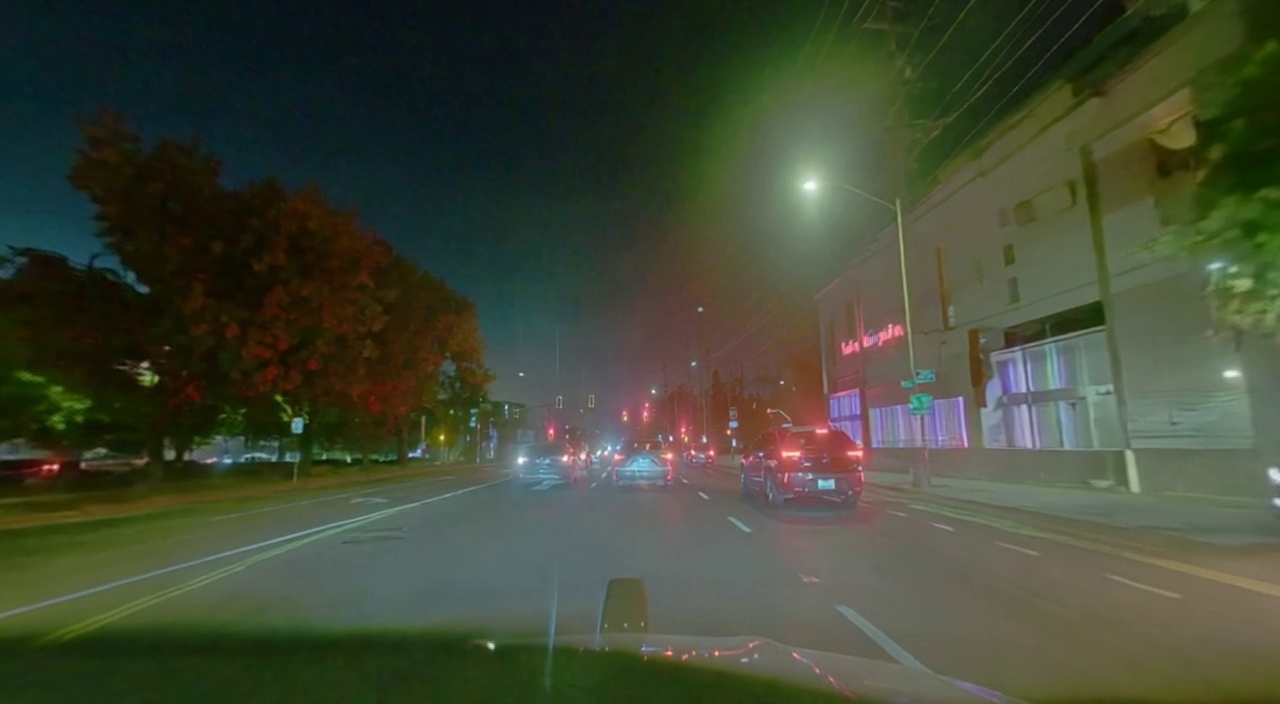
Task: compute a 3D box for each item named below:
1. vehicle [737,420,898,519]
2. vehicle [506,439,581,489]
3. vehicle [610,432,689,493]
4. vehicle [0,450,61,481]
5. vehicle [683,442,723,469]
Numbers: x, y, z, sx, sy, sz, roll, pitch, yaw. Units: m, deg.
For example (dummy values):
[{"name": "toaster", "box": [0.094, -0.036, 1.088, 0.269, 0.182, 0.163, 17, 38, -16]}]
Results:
[{"name": "vehicle", "box": [3.474, 2.416, 13.395, 2.024, 1.711, 4.512, 0, -9, -1]}, {"name": "vehicle", "box": [-3.141, 3.726, 21.377, 2.104, 1.488, 4.546, 0, -9, -4]}, {"name": "vehicle", "box": [0.242, 3.379, 19.569, 2.200, 1.653, 4.127, 0, -9, 0]}, {"name": "vehicle", "box": [-37.935, 6.802, 37.914, 1.882, 1.753, 4.517, 0, -9, -1]}, {"name": "vehicle", "box": [3.773, 6.253, 38.319, 1.880, 1.503, 4.130, 0, -9, -1]}]
